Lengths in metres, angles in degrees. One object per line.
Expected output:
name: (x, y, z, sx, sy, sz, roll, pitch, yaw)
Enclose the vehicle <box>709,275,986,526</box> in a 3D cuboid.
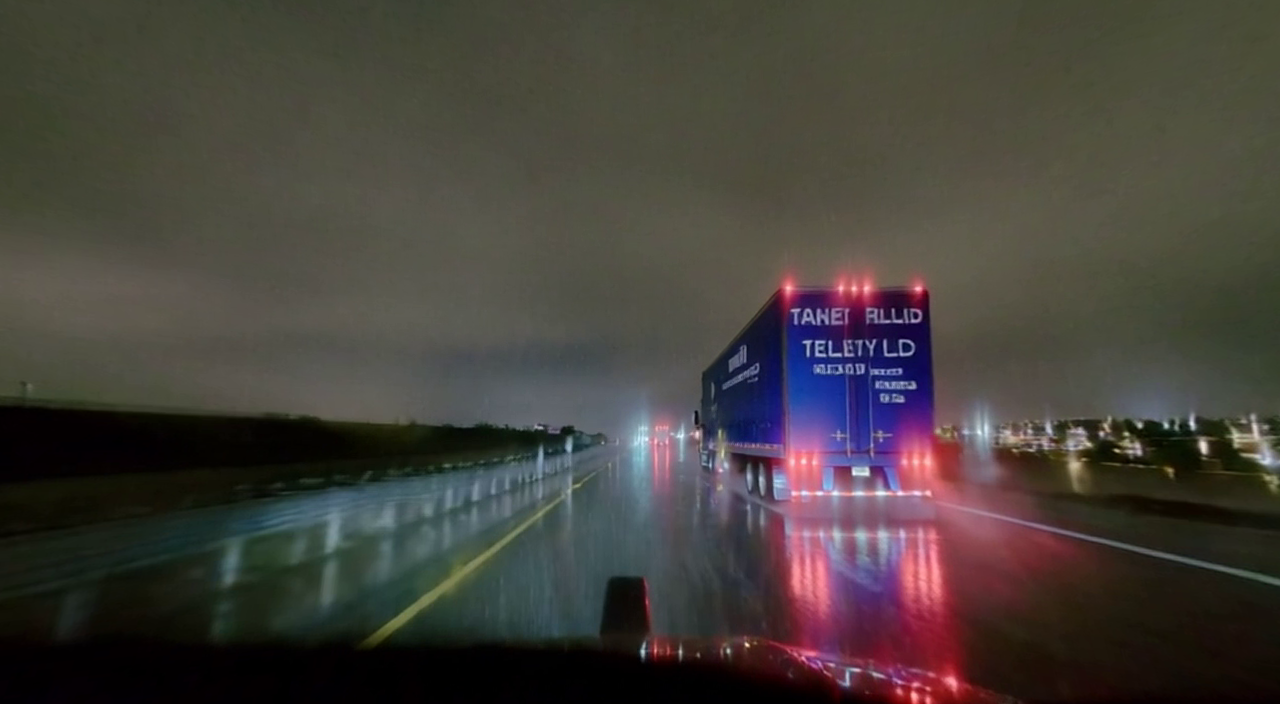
vehicle: (4.080, 1.736, 17.263, 3.006, 4.093, 14.142, 0, -8, 1)
